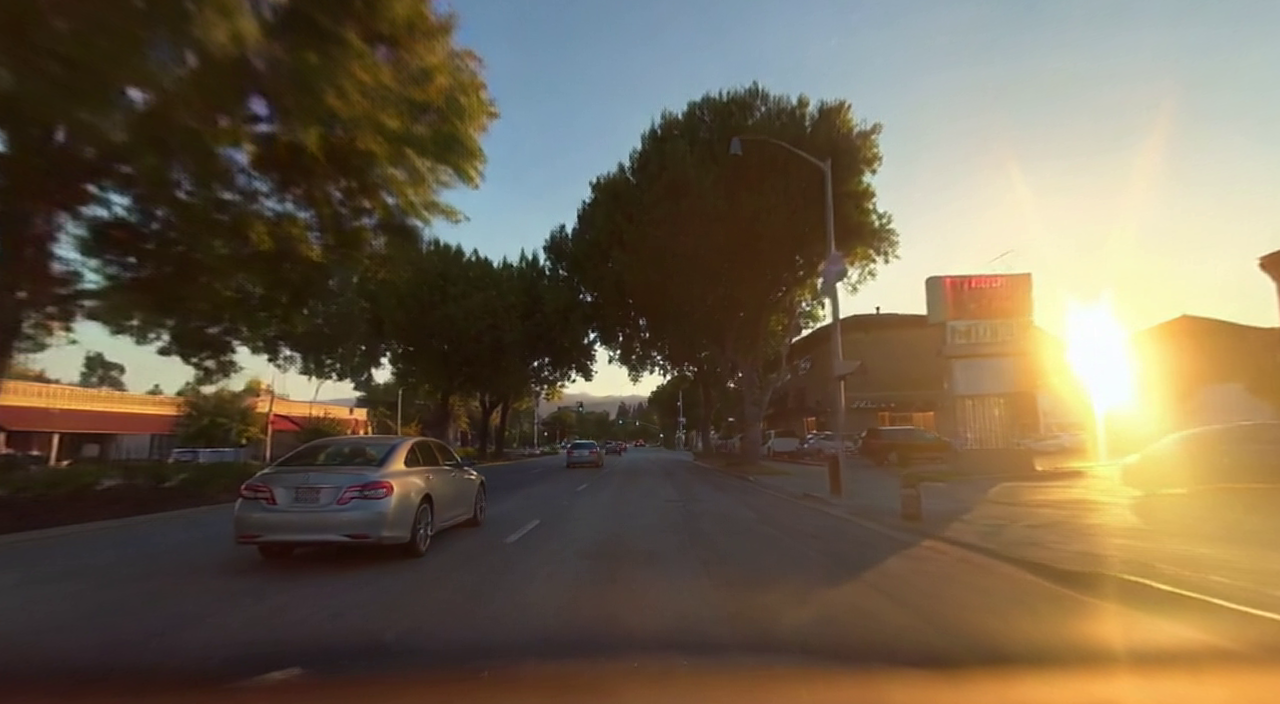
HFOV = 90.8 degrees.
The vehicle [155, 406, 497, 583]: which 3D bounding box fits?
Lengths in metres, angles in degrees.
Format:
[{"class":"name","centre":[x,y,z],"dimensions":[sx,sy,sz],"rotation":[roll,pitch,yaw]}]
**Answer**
[{"class":"vehicle","centre":[-3.499,1.698,8.332],"dimensions":[2.126,1.655,4.560],"rotation":[0,-9,0]}]

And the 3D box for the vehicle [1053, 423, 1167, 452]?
[{"class":"vehicle","centre":[26.534,4.865,35.755],"dimensions":[4.882,1.568,1.963],"rotation":[0,-9,-3]}]

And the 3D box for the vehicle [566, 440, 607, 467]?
[{"class":"vehicle","centre":[-3.098,5.951,37.214],"dimensions":[1.955,1.461,4.396],"rotation":[0,-9,1]}]

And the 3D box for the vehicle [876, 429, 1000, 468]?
[{"class":"vehicle","centre":[13.750,4.453,29.359],"dimensions":[4.697,1.518,1.990],"rotation":[-2,-8,-2]}]

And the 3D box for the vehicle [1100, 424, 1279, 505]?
[{"class":"vehicle","centre":[12.907,2.414,13.856],"dimensions":[1.922,1.505,4.631],"rotation":[1,-9,-4]}]

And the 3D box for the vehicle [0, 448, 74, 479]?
[{"class":"vehicle","centre":[-34.149,6.086,34.680],"dimensions":[1.915,1.619,4.663],"rotation":[0,-9,-2]}]
